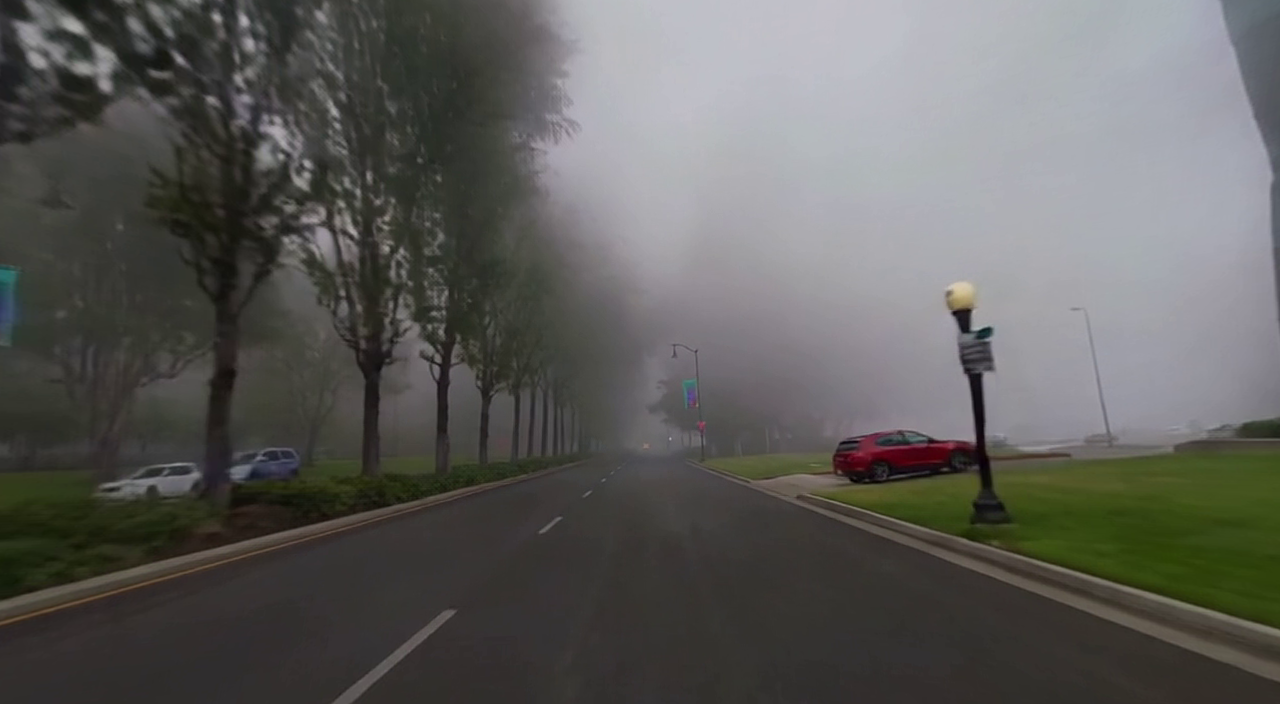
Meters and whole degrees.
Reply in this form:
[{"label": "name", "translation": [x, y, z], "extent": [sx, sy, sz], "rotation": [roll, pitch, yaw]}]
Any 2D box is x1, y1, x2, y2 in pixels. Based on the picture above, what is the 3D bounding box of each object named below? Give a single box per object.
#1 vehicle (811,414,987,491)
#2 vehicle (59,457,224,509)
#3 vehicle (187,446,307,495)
[{"label": "vehicle", "translation": [8.543, 3.370, 21.112], "extent": [4.716, 1.672, 2.330], "rotation": [-9, -8, -2]}, {"label": "vehicle", "translation": [-17.442, 4.563, 22.366], "extent": [1.873, 1.544, 4.794], "rotation": [0, -9, 1]}, {"label": "vehicle", "translation": [-17.333, 5.208, 28.058], "extent": [2.301, 1.821, 4.731], "rotation": [-4, -9, 0]}]
